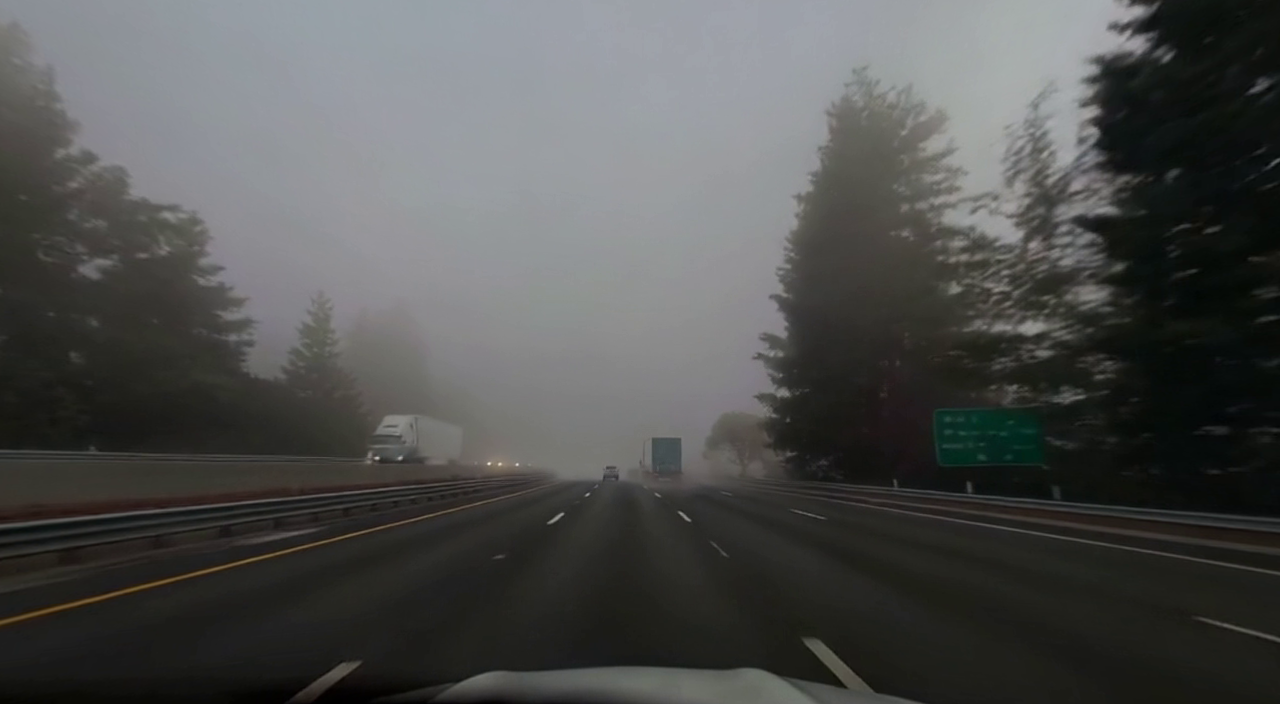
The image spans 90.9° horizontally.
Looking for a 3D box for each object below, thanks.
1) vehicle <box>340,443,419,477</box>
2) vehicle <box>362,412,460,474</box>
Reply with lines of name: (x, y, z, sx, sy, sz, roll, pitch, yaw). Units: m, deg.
vehicle: (-12.189, 5.151, 29.818, 1.949, 1.465, 4.211, 1, -10, -1)
vehicle: (-17.069, 7.253, 48.535, 2.843, 4.003, 14.134, 1, -10, -2)
